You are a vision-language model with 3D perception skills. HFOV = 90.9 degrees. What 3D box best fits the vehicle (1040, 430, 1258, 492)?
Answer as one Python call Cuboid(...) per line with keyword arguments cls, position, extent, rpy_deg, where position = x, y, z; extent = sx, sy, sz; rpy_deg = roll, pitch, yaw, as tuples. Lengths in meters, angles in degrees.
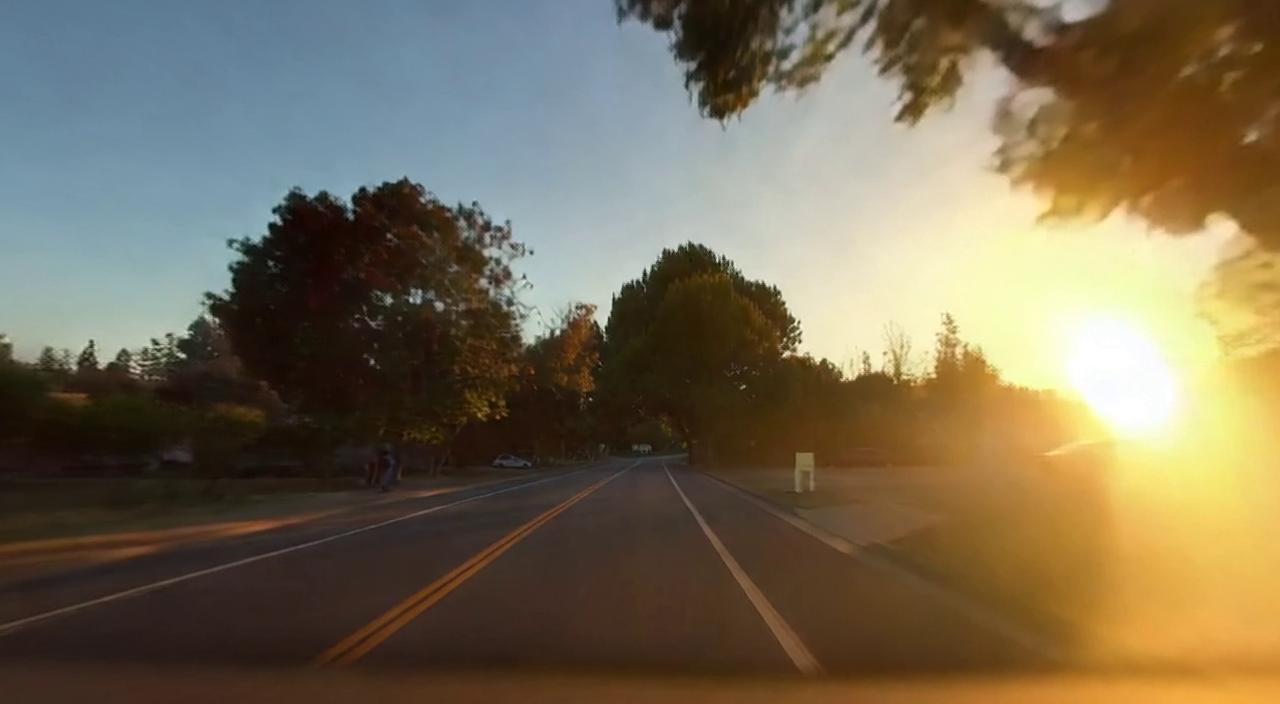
Cuboid(cls="vehicle", position=(15.506, 3.349, 19.466), extent=(4.785, 1.780, 2.055), rpy_deg=(-1, -9, 3))
